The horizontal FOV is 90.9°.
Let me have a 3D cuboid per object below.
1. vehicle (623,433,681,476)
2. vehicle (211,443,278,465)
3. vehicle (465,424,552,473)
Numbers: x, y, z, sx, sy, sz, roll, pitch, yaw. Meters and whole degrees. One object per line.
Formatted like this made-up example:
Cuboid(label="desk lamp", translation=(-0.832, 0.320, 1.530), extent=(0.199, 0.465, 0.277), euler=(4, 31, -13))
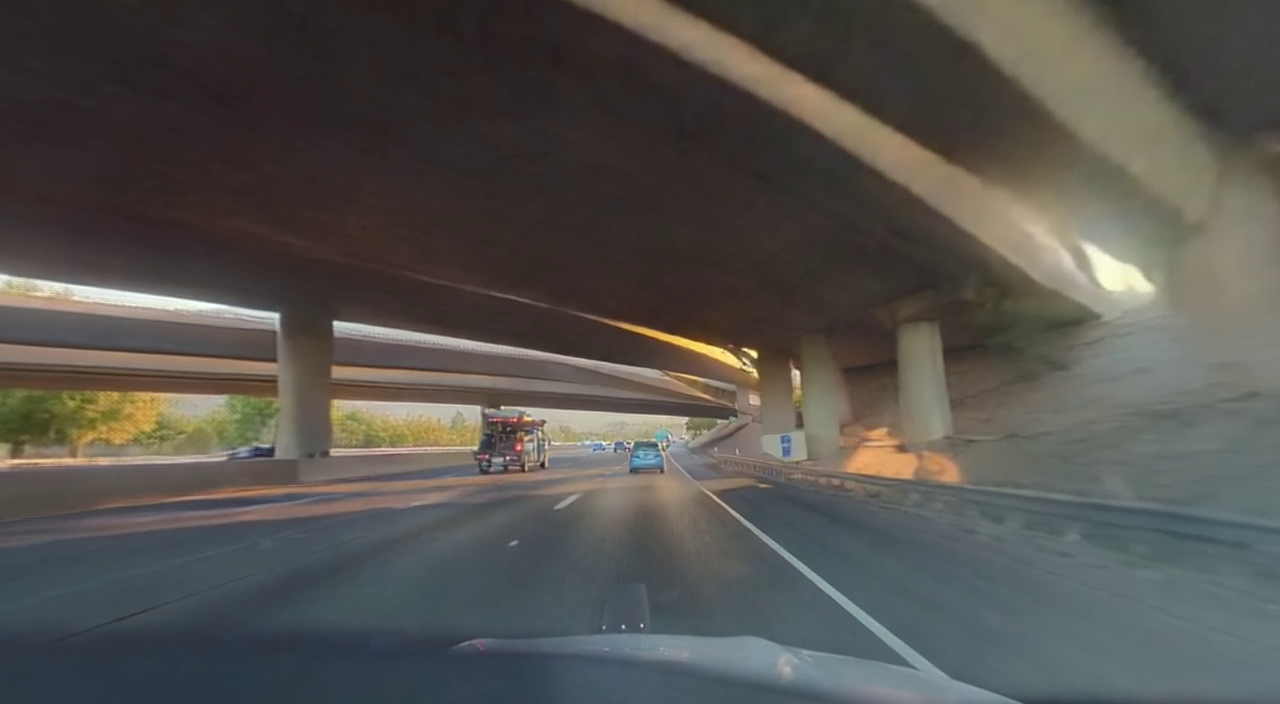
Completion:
Cuboid(label="vehicle", translation=(0.507, 4.447, 27.535), extent=(2.336, 1.722, 4.212), euler=(0, -8, 0))
Cuboid(label="vehicle", translation=(-28.440, 7.337, 45.546), extent=(1.791, 1.461, 4.568), euler=(0, -8, 2))
Cuboid(label="vehicle", translation=(-6.541, 4.939, 32.543), extent=(2.827, 2.236, 7.057), euler=(0, -8, 1))
